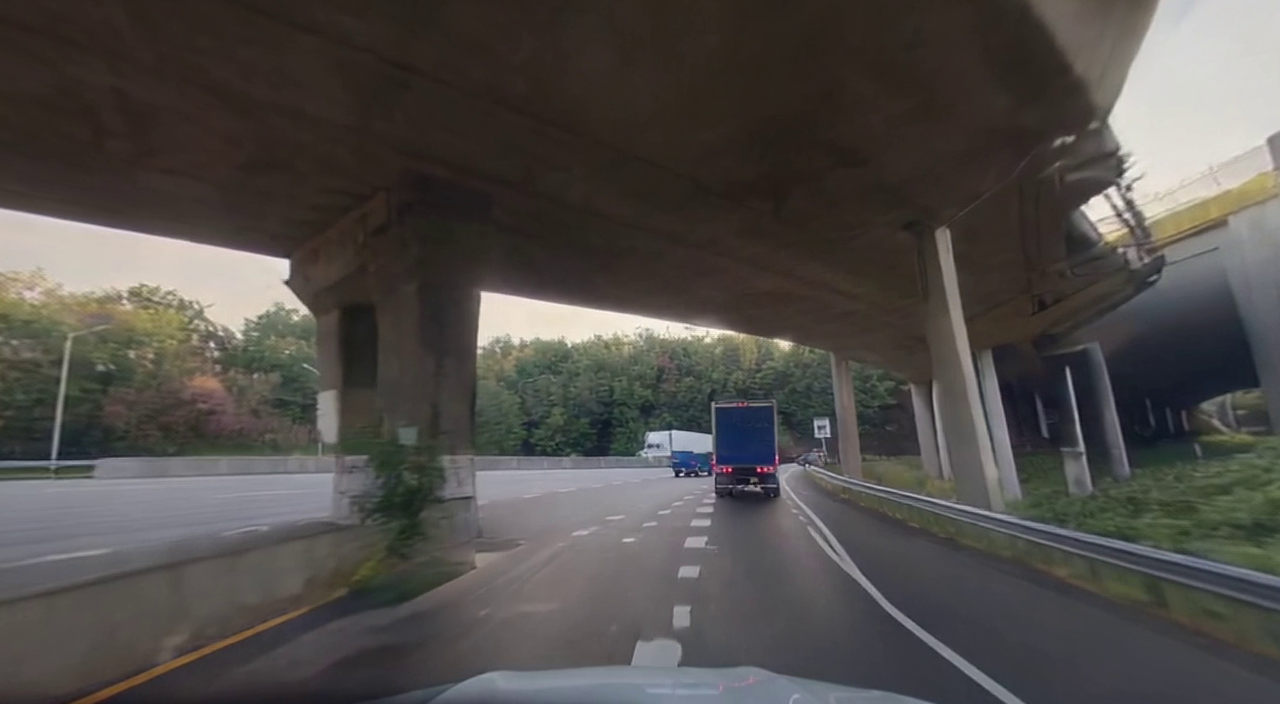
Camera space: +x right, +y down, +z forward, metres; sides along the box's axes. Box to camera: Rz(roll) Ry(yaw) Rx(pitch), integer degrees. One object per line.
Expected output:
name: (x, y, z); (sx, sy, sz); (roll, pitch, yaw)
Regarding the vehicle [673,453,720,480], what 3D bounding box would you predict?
vehicle: (3.304, 6.516, 36.144); (1.940, 1.444, 4.024); (-3, -9, 16)
